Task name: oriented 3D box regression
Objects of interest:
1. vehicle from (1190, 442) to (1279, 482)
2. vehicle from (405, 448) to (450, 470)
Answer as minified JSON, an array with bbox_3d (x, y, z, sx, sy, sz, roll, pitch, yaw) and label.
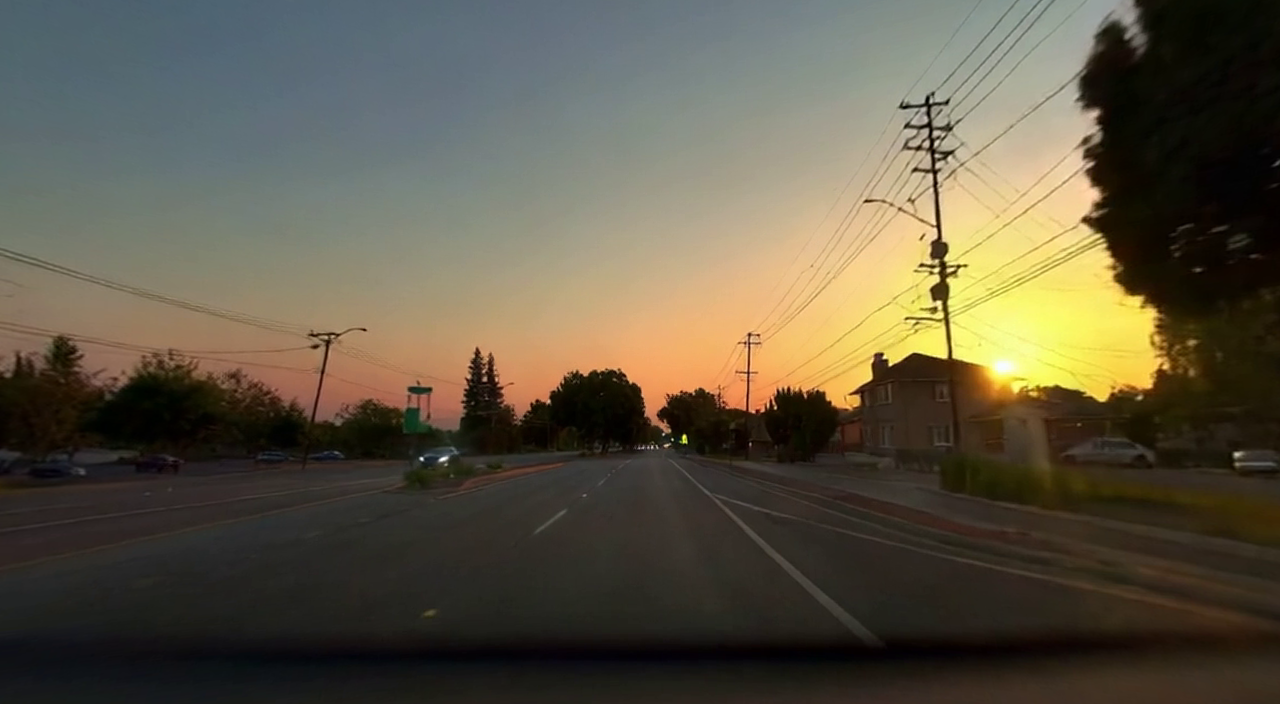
[{"bbox_3d":[42.964,7.714,44.673,2.262,2.655,5.672,1,-8,-6],"label":"vehicle"},{"bbox_3d":[-15.236,7.662,45.475,1.808,1.466,4.420,0,-8,-2],"label":"vehicle"}]
